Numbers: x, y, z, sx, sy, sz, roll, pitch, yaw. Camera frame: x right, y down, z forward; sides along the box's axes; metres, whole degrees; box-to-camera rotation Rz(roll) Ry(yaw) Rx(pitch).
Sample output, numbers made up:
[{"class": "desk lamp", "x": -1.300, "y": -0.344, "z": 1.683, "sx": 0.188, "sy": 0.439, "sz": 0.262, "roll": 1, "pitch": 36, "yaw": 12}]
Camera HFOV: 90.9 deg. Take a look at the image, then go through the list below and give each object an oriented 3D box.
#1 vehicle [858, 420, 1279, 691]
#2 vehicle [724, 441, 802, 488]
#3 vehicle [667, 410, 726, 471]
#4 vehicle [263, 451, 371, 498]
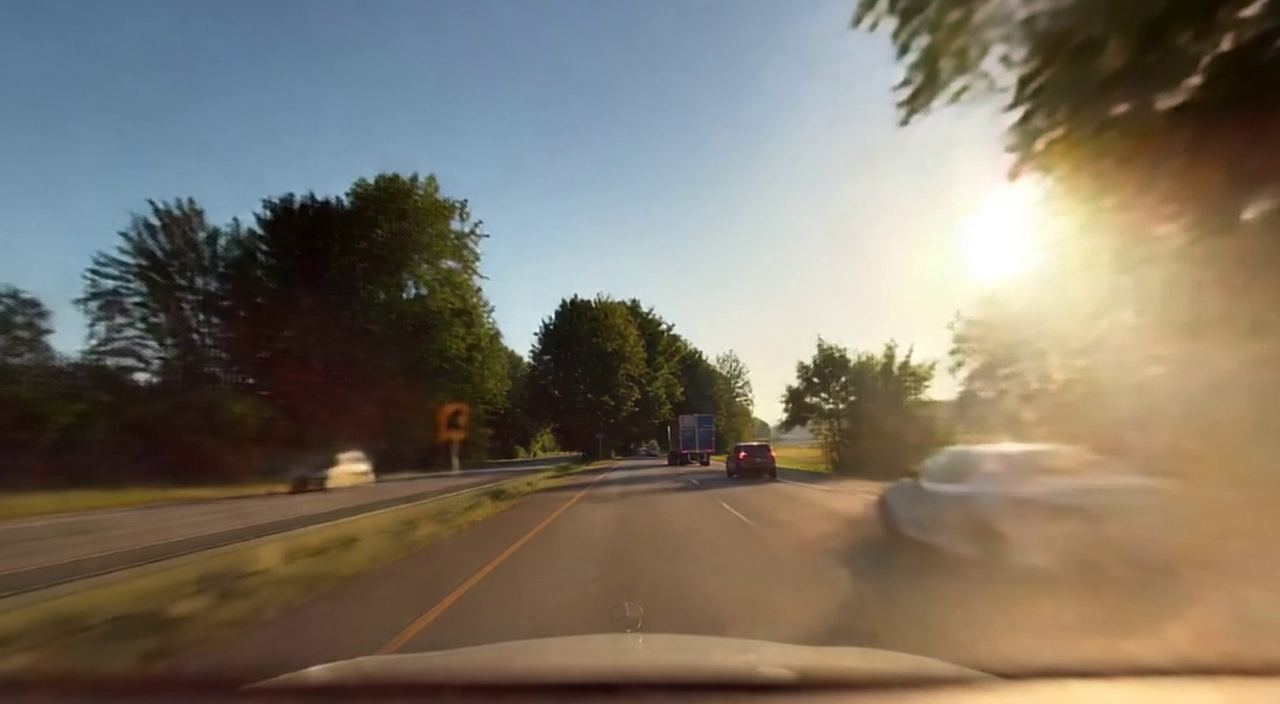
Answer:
[{"class": "vehicle", "x": 3.981, "y": 1.509, "z": 6.016, "sx": 2.031, "sy": 1.491, "sz": 4.883, "roll": 0, "pitch": -9, "yaw": 0}, {"class": "vehicle", "x": 4.742, "y": 4.422, "z": 25.081, "sx": 2.118, "sy": 1.688, "sz": 4.715, "roll": 0, "pitch": -9, "yaw": -1}, {"class": "vehicle", "x": 4.118, "y": 7.121, "z": 49.885, "sx": 3.231, "sy": 4.102, "sz": 14.393, "roll": 0, "pitch": -9, "yaw": 0}, {"class": "vehicle", "x": -12.800, "y": 4.829, "z": 25.311, "sx": 1.948, "sy": 1.685, "sz": 4.434, "roll": 0, "pitch": -9, "yaw": 0}]
